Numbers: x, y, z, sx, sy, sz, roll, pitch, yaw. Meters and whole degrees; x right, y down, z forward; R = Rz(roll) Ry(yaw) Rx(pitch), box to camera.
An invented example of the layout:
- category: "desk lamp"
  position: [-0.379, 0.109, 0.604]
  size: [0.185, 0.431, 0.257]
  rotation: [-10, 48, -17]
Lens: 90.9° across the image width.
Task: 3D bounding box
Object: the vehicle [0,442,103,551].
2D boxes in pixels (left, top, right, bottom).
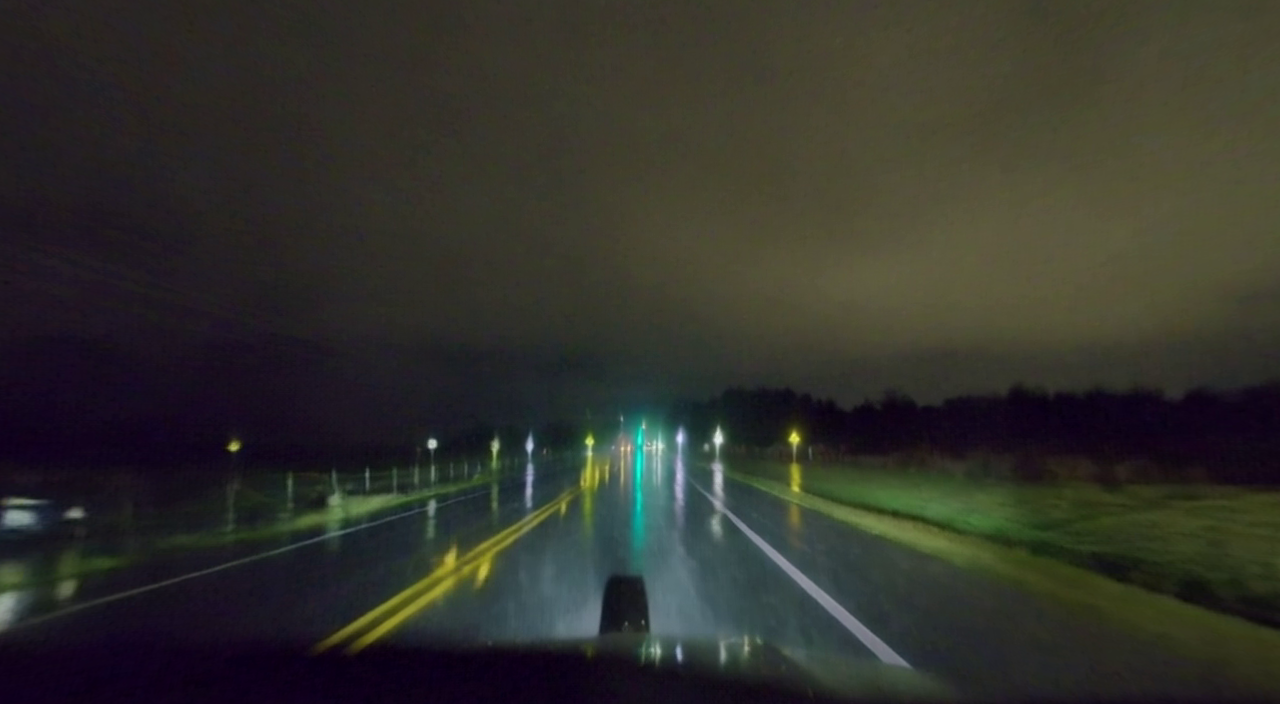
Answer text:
- category: "vehicle"
  position: [-12.894, 2.483, 11.111]
  size: [4.813, 1.763, 2.048]
  rotation: [0, -9, -2]
